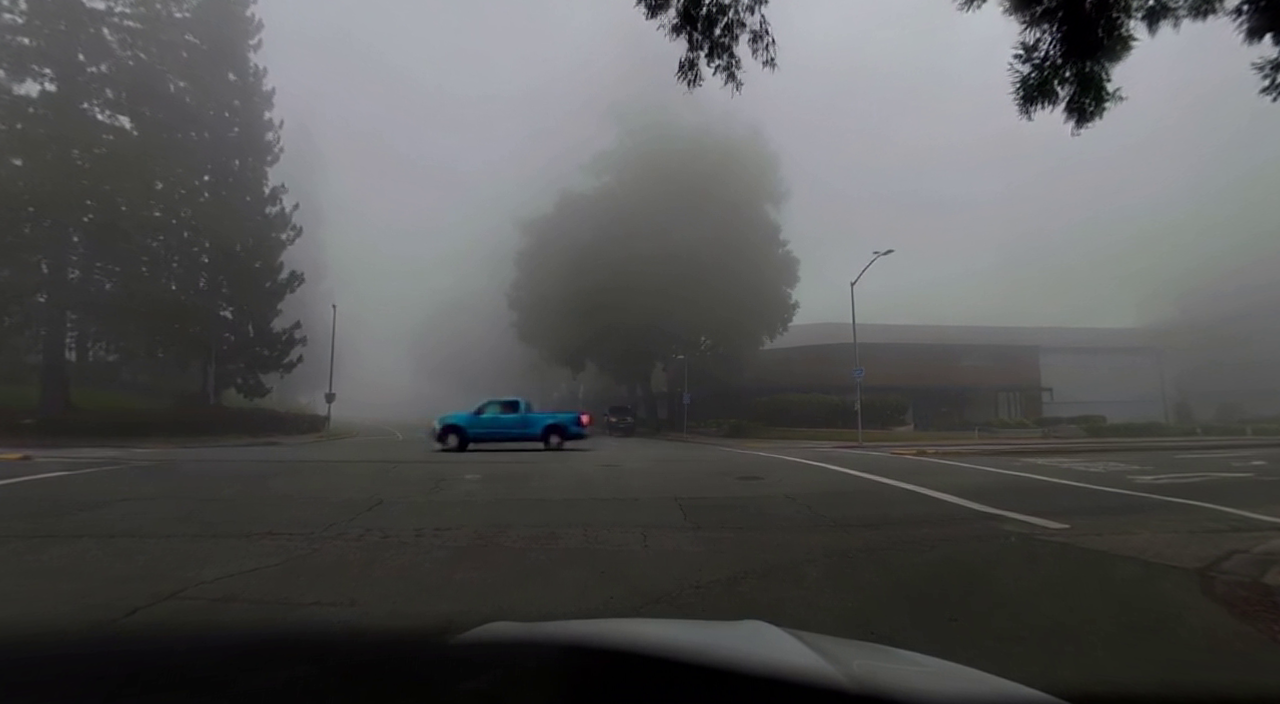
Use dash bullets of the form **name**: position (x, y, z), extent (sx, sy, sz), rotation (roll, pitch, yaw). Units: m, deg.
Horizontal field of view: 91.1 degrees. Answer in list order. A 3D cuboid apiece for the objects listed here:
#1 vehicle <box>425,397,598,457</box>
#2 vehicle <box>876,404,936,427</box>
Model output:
- **vehicle**: position (-4.237, 2.551, 20.952), extent (5.333, 1.837, 2.124), rotation (2, -9, -13)
- **vehicle**: position (19.828, 4.759, 46.701), extent (4.674, 1.483, 1.745), rotation (6, -10, -34)
